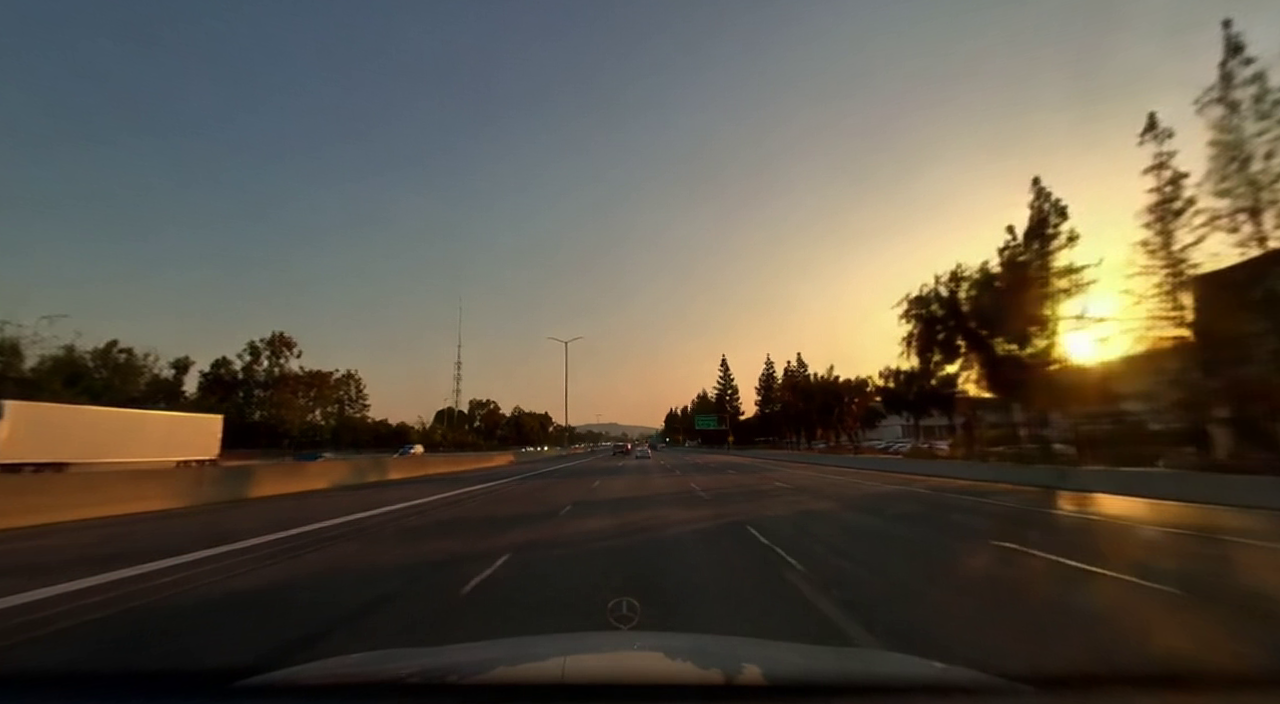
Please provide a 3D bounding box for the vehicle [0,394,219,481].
[{"bbox_3d":[-32.781,5.245,37.837,2.969,4.231,17.183,0,-9,1],"label":"vehicle"}]
